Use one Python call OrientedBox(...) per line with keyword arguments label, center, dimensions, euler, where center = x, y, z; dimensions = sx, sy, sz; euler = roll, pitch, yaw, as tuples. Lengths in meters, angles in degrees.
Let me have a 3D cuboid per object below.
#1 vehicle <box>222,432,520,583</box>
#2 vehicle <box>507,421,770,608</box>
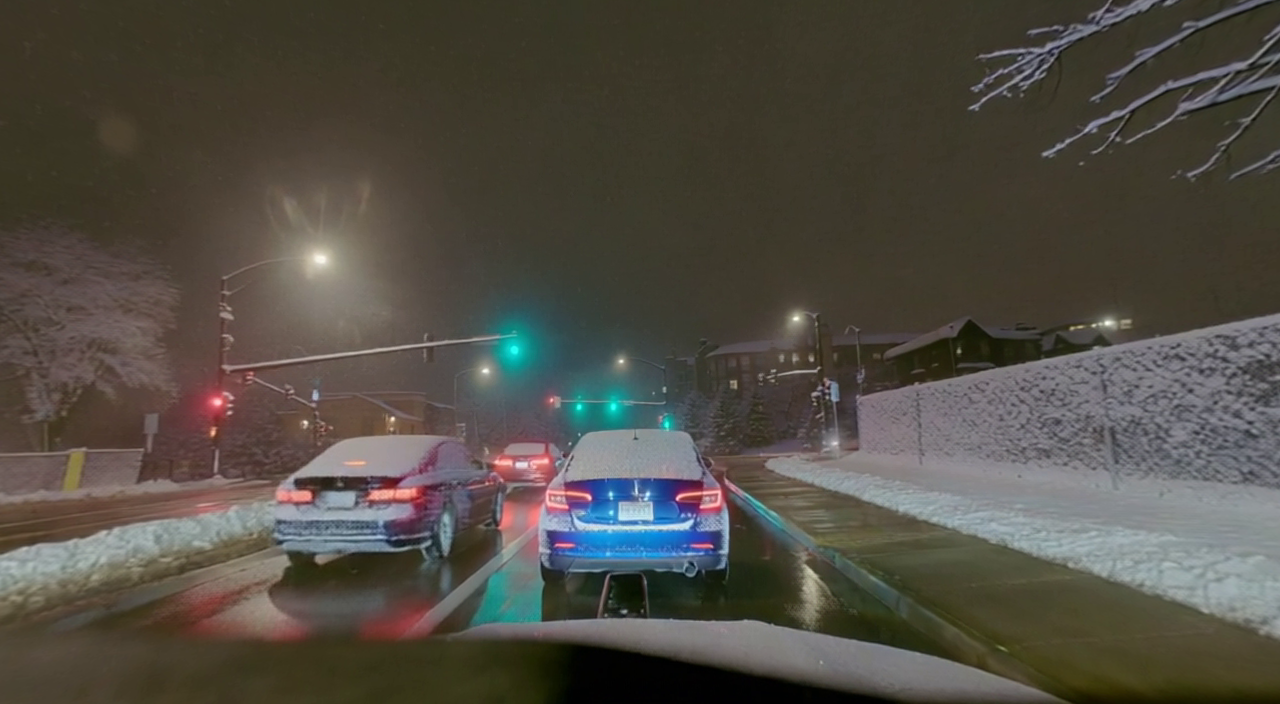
OrientedBox(label="vehicle", center=(-3.144, 1.904, 8.627), dimensions=(1.971, 1.488, 4.581), euler=(0, -9, 1))
OrientedBox(label="vehicle", center=(-0.019, 1.643, 7.245), dimensions=(2.144, 1.514, 4.063), euler=(0, -9, 0))
